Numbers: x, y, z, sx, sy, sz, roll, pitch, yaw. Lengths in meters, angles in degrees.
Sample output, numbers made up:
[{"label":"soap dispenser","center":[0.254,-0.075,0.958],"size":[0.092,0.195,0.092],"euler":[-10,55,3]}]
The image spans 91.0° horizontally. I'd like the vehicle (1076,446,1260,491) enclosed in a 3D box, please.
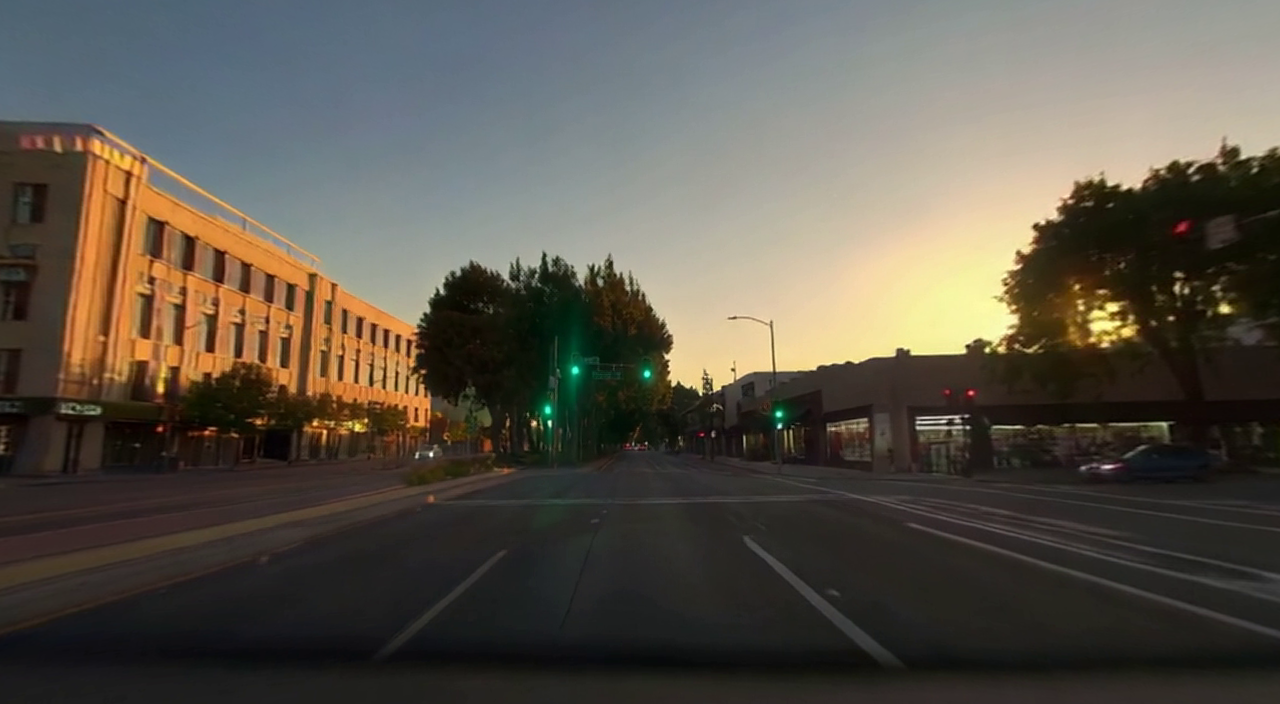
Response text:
[{"label":"vehicle","center":[17.800,3.935,21.380],"size":[4.583,1.426,1.892],"euler":[0,-9,-2]}]
